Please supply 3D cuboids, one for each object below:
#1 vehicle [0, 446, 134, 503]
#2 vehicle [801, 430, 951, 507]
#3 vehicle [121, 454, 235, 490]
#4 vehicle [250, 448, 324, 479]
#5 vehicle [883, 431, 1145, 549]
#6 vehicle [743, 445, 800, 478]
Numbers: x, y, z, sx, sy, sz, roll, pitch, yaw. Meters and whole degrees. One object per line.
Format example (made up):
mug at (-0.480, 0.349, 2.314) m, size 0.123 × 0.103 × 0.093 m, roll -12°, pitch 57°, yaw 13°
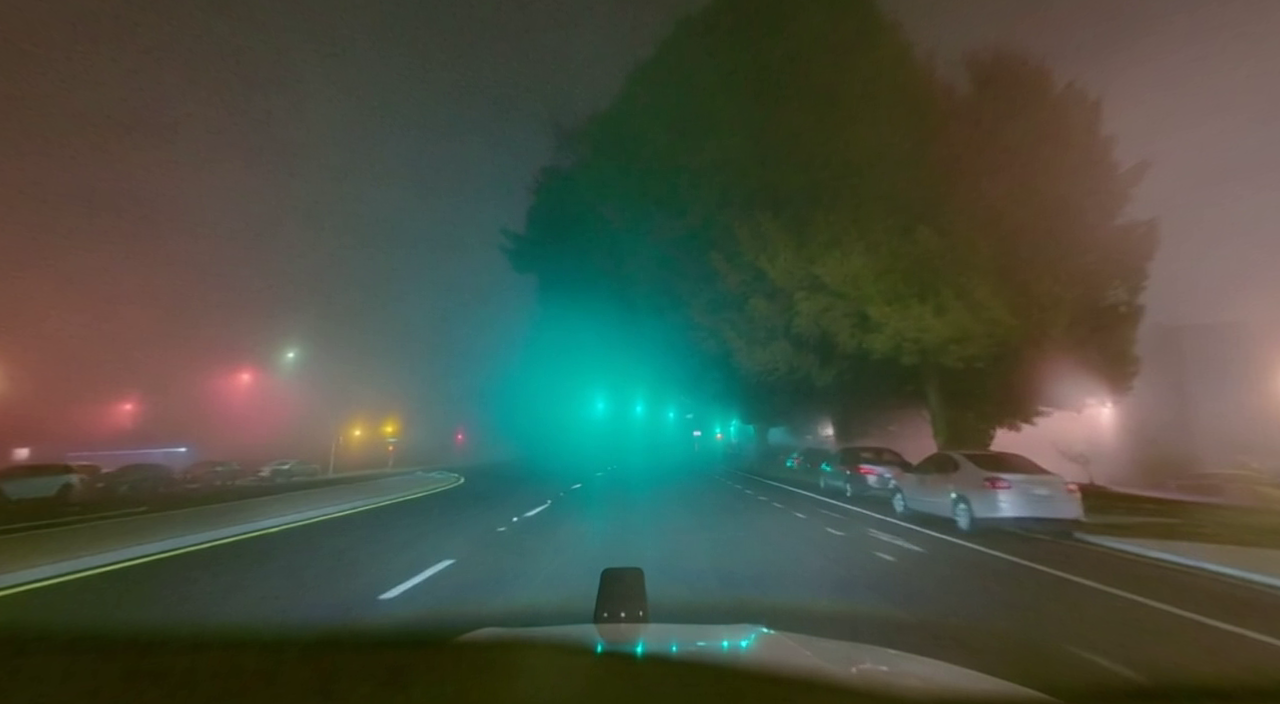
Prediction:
vehicle at (-21.678, 4.420, 23.171) m, size 2.001 × 1.839 × 4.669 m, roll 0°, pitch -9°, yaw 0°
vehicle at (6.212, 3.133, 17.314) m, size 2.112 × 1.788 × 4.933 m, roll 0°, pitch -9°, yaw -1°
vehicle at (-21.511, 5.564, 29.511) m, size 1.842 × 1.496 × 4.614 m, roll 0°, pitch -9°, yaw 1°
vehicle at (-21.488, 6.764, 38.413) m, size 1.933 × 1.733 × 4.518 m, roll 0°, pitch -9°, yaw -1°
vehicle at (6.223, 2.314, 11.234) m, size 1.918 × 1.662 × 4.393 m, roll 0°, pitch -9°, yaw -1°
vehicle at (6.468, 5.401, 31.313) m, size 1.901 × 1.470 × 4.580 m, roll 0°, pitch -9°, yaw 1°
